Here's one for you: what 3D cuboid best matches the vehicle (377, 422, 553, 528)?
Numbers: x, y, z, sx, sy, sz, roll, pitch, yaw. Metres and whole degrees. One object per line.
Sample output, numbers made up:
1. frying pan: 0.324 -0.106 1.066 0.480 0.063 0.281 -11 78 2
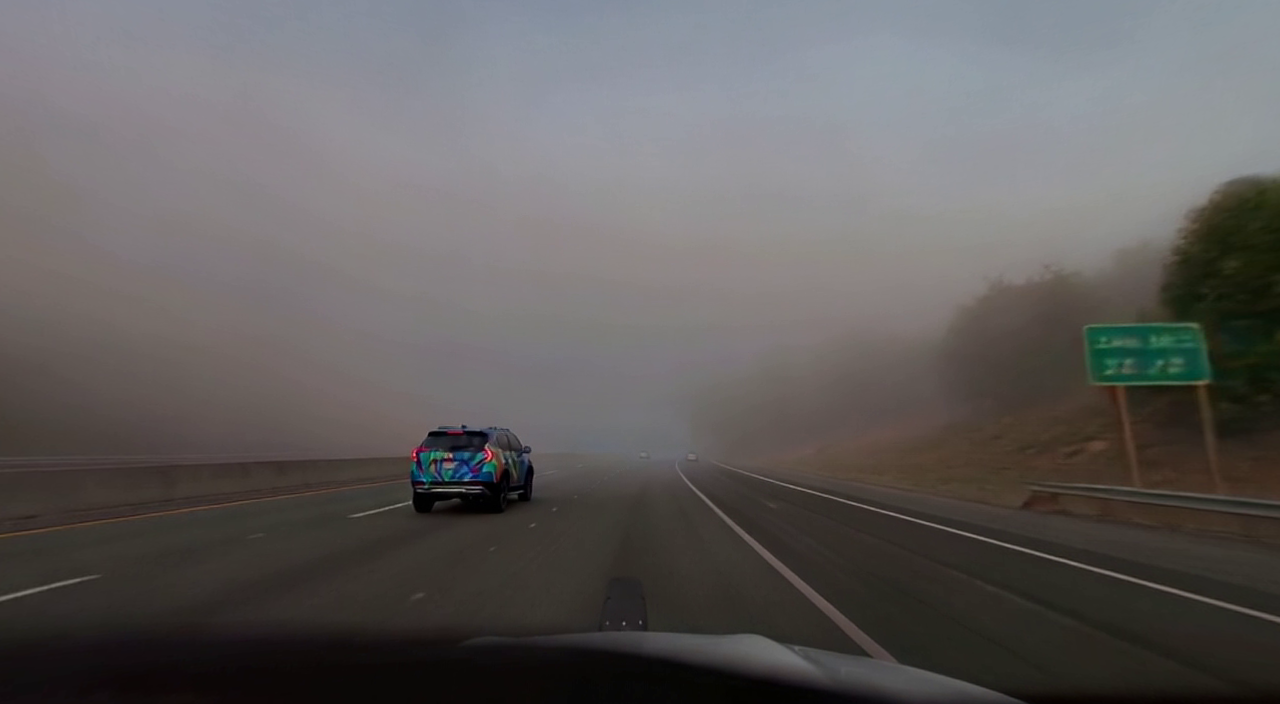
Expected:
1. vehicle: -3.355 2.460 13.260 2.183 1.803 4.685 0 -8 2
